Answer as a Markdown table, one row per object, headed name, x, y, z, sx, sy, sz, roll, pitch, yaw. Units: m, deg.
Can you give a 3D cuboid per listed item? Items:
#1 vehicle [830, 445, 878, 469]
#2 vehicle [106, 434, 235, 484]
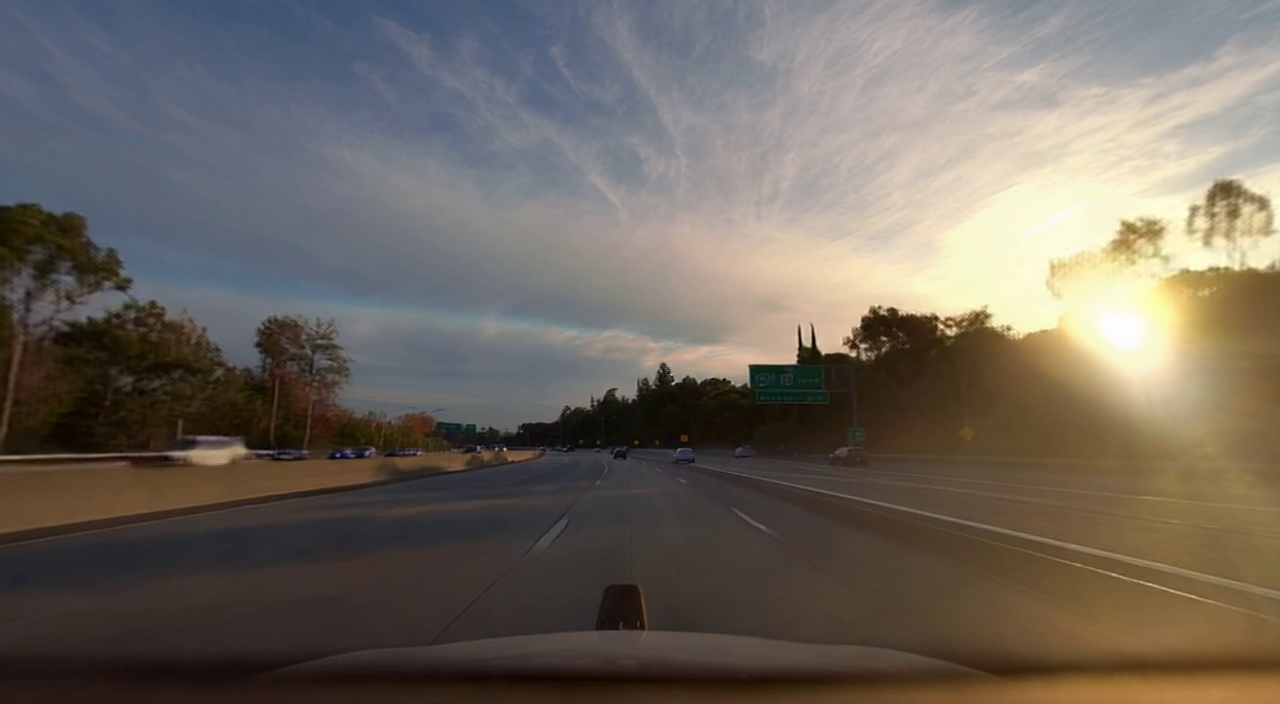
| name | x | y | z | sx | sy | sz | roll | pitch | yaw |
| --- | --- | --- | --- | --- | --- | --- | --- | --- | --- |
| vehicle | 15.478 | 7.604 | 45.777 | 1.955 | 1.607 | 4.232 | 0 | -9 | -2 |
| vehicle | -20.328 | 4.637 | 27.609 | 2.029 | 1.975 | 4.759 | 0 | -9 | -1 |
